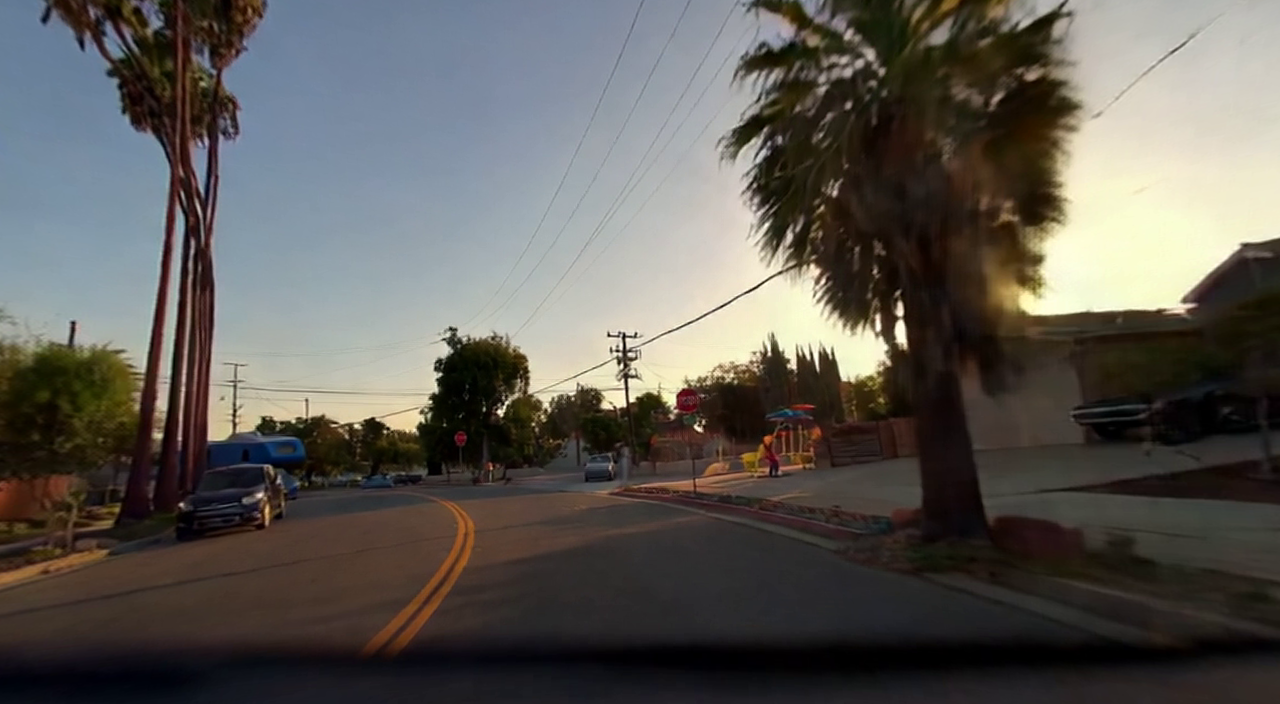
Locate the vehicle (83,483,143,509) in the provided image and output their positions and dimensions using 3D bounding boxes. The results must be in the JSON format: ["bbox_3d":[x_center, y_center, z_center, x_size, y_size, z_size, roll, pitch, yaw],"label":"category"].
[{"bbox_3d":[-37.591,10.221,45.020,4.164,1.504,2.025,-6,-10,33],"label":"vehicle"}]

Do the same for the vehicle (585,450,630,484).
[{"bbox_3d":[-2.192,7.360,40.837,2.508,1.887,5.930,0,-8,-7],"label":"vehicle"}]

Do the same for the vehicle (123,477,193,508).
[{"bbox_3d":[-32.059,9.273,42.013,4.527,1.732,2.059,-5,-10,31],"label":"vehicle"}]

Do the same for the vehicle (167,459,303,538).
[{"bbox_3d":[-9.961,3.541,15.944,2.085,1.545,4.340,3,-9,-23],"label":"vehicle"}]
